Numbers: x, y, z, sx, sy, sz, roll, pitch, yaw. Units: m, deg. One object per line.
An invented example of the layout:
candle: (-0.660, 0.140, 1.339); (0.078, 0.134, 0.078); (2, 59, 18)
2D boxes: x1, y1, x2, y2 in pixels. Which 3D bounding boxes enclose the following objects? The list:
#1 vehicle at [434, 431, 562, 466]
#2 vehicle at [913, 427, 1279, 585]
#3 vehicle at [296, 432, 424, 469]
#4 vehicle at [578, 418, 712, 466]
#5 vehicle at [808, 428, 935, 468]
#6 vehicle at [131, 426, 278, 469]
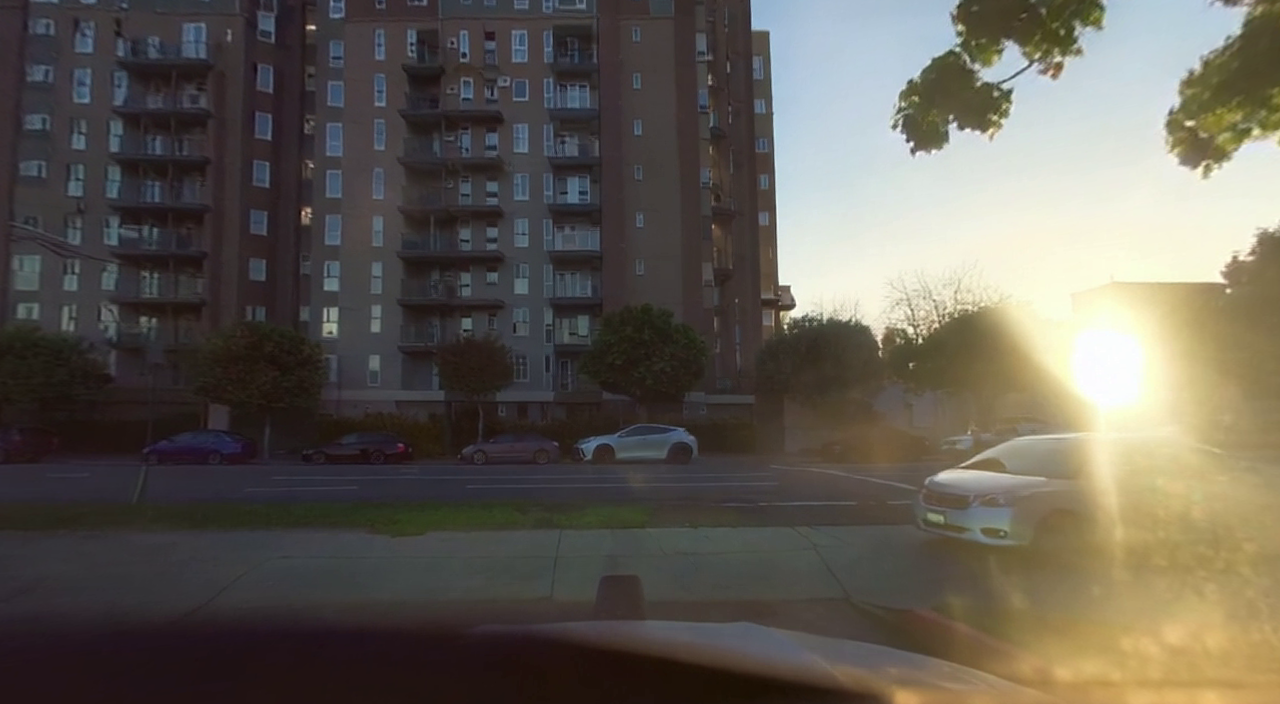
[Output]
vehicle: (-5.691, 3.971, 25.795); (4.851, 1.339, 1.785); (0, -10, -2)
vehicle: (5.945, 1.635, 7.238); (4.714, 1.471, 1.978); (0, -5, 1)
vehicle: (-11.307, 4.015, 25.730); (4.336, 1.438, 1.776); (0, -8, -3)
vehicle: (0.122, 3.737, 26.051); (5.299, 1.860, 2.098); (1, -10, -4)
vehicle: (9.527, 3.965, 26.211); (4.521, 1.411, 1.726); (-2, -7, -4)
vehicle: (-17.453, 3.837, 25.491); (4.426, 1.641, 1.889); (0, -8, -4)
